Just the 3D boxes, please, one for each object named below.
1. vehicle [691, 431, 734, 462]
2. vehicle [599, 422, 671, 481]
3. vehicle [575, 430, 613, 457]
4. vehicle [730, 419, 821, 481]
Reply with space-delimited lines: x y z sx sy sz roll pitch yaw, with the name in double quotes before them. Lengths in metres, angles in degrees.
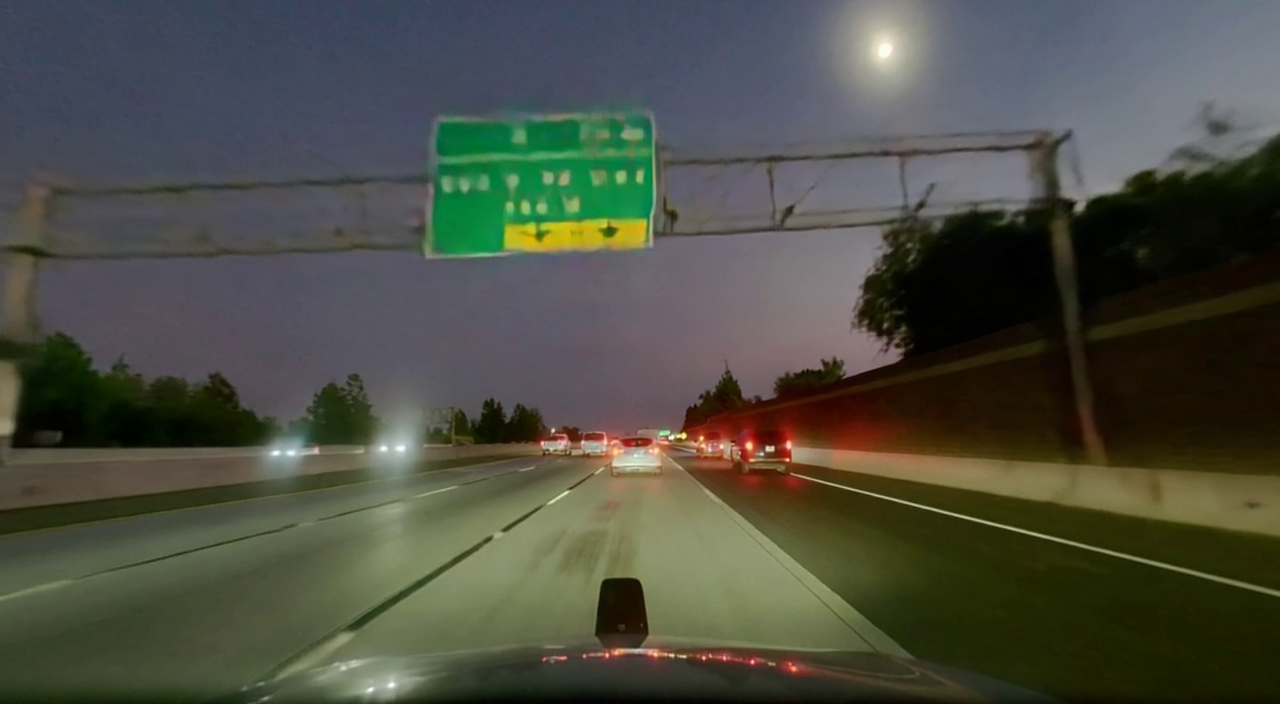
"vehicle" 4.049 5.364 35.822 2.001 1.651 3.916 0 -9 0
"vehicle" -0.153 3.423 21.771 2.233 1.804 4.273 0 -9 0
"vehicle" -3.407 6.985 47.897 2.274 1.896 5.571 0 -9 1
"vehicle" 4.381 3.275 21.110 2.017 1.847 4.299 0 -9 -1
